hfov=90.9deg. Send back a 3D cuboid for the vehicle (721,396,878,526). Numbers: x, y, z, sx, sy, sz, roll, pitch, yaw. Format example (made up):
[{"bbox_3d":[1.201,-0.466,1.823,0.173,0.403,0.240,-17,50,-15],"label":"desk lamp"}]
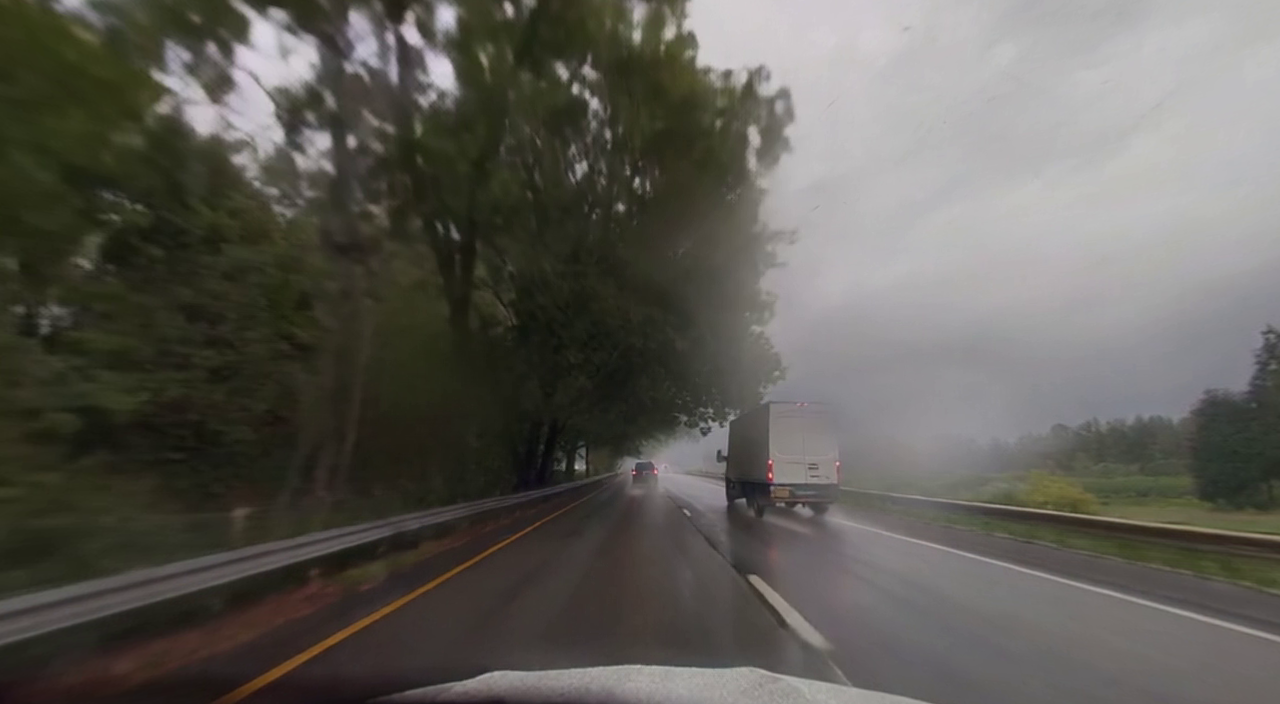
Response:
[{"bbox_3d":[4.147,3.173,18.189,2.563,2.975,6.941,1,-11,-1],"label":"vehicle"}]

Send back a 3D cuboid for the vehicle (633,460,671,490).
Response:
[{"bbox_3d":[0.725,7.559,38.839,2.212,1.717,4.452,1,-10,1],"label":"vehicle"}]
